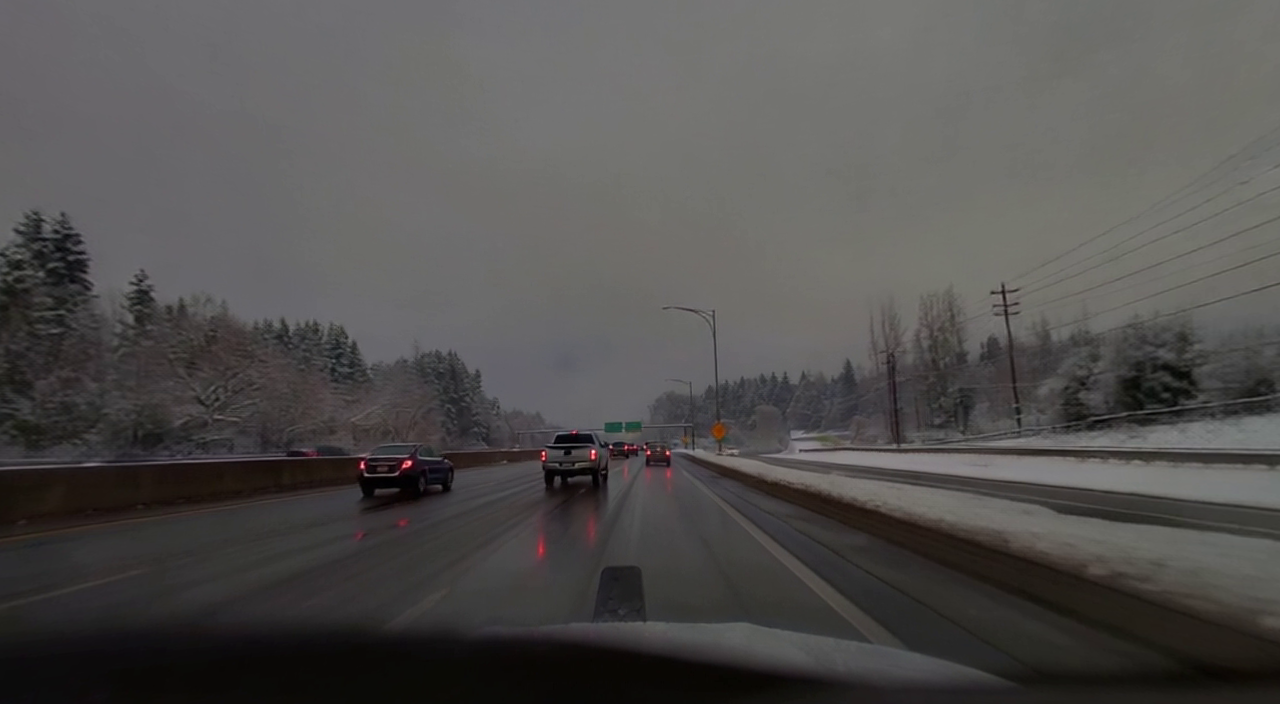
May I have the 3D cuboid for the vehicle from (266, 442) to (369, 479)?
[{"bbox_3d":[-14.158,4.780,27.910,1.938,1.475,4.760,0,-8,2],"label":"vehicle"}]

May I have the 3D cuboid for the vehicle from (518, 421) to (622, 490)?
[{"bbox_3d":[-2.259,3.662,22.645,2.815,2.092,6.526,0,-8,2],"label":"vehicle"}]

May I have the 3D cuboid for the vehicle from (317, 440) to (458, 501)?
[{"bbox_3d":[-6.853,3.234,17.658,1.964,1.481,4.425,-1,-8,2],"label":"vehicle"}]

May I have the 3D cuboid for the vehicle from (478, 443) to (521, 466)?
[{"bbox_3d":[-9.817,7.171,44.172,1.915,1.472,4.502,-1,-8,2],"label":"vehicle"}]

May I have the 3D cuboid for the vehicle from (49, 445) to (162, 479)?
[{"bbox_3d":[-24.258,4.995,28.689,1.716,1.424,3.862,0,-9,1],"label":"vehicle"}]

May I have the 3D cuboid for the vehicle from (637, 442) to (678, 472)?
[{"bbox_3d":[0.869,5.542,33.419,2.013,1.444,4.447,0,-8,0],"label":"vehicle"}]
